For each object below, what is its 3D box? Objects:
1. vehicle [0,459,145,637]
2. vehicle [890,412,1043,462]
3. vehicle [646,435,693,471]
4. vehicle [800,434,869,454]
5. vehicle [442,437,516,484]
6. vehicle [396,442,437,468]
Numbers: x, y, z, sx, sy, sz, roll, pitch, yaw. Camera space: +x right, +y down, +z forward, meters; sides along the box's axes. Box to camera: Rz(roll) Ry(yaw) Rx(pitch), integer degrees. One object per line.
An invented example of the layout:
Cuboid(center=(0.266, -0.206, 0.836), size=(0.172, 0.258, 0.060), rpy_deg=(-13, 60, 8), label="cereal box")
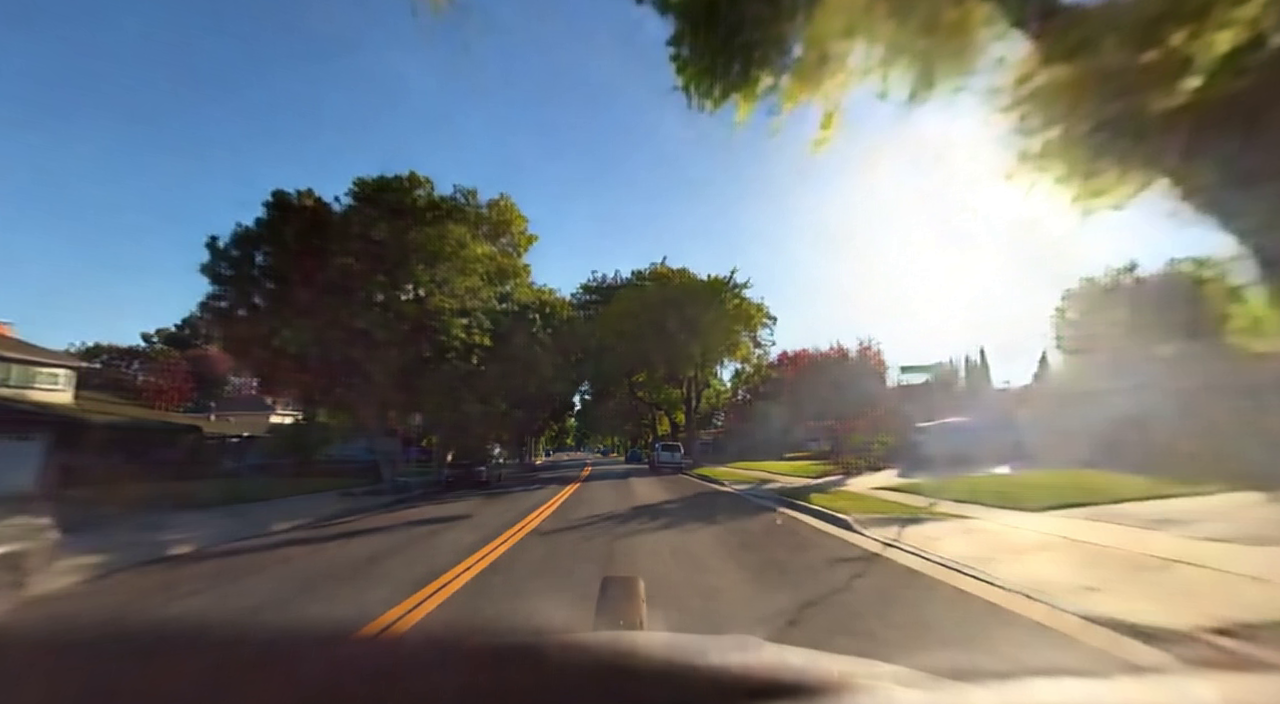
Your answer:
Cuboid(center=(-6.144, 1.387, 3.761), size=(2.004, 1.400, 5.505), rpy_deg=(-2, -10, 0), label="vehicle")
Cuboid(center=(12.991, 3.438, 25.399), size=(4.938, 1.830, 2.024), rpy_deg=(-1, -9, 0), label="vehicle")
Cuboid(center=(1.466, 5.322, 33.493), size=(2.007, 1.702, 4.430), rpy_deg=(-1, -8, -3), label="vehicle")
Cuboid(center=(14.636, 6.915, 47.659), size=(4.560, 1.350, 1.882), rpy_deg=(-2, -8, 0), label="vehicle")
Cuboid(center=(-6.990, 4.827, 28.151), size=(2.102, 1.801, 5.574), rpy_deg=(-1, -10, -3), label="vehicle")
Cuboid(center=(-17.414, 8.034, 49.418), size=(1.933, 1.837, 4.670), rpy_deg=(-1, -8, -5), label="vehicle")
